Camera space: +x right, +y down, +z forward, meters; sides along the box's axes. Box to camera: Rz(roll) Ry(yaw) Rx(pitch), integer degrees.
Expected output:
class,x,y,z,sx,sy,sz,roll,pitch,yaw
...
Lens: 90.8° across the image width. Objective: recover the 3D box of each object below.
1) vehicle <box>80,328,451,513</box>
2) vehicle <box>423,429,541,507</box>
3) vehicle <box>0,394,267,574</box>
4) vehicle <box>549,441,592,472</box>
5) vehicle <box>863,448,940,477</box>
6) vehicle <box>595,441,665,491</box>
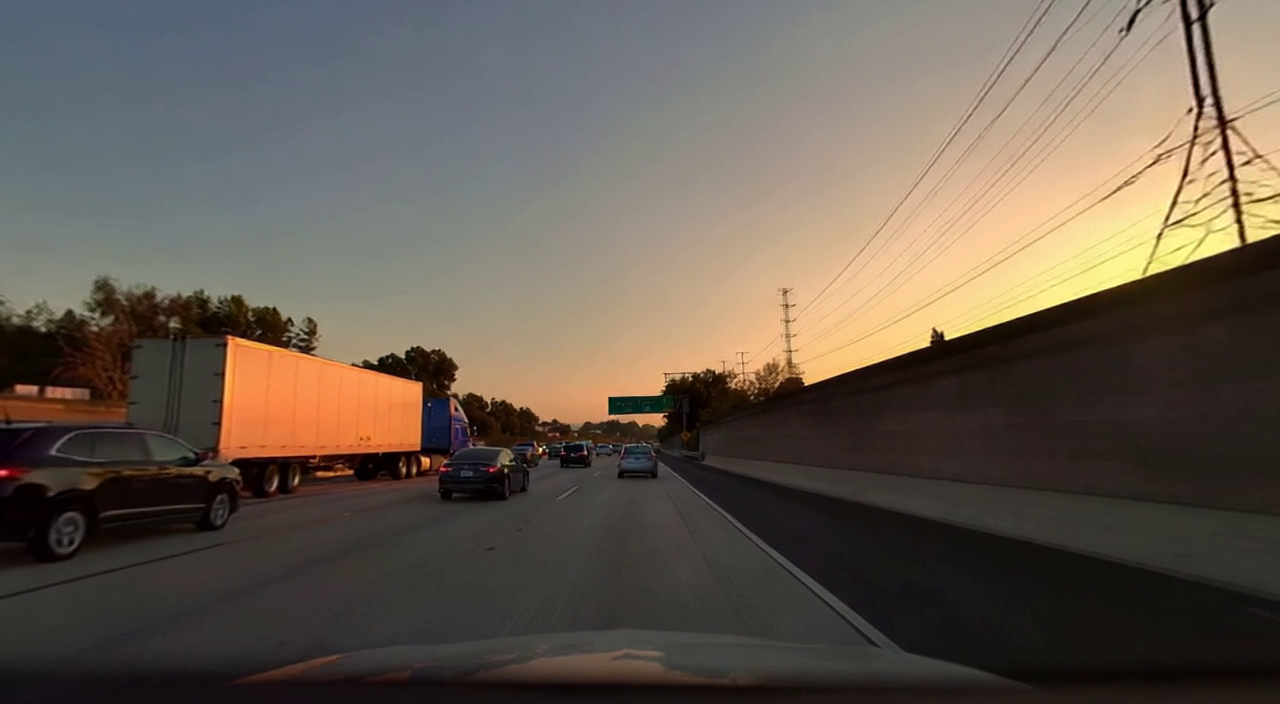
class,x,y,z,sx,sy,sz,roll,pitch,yaw
vehicle,-10.647,2.710,22.139,2.892,4.073,16.528,0,-9,0
vehicle,-3.864,2.912,16.302,1.923,1.716,4.289,0,-9,0
vehicle,-7.593,1.658,8.459,2.054,1.825,5.072,0,-9,0
vehicle,-4.062,6.194,37.667,1.976,1.705,4.176,0,-9,1
vehicle,14.093,5.965,34.395,2.027,1.478,4.849,0,-9,-1
vehicle,-0.321,3.726,20.900,2.089,1.477,3.818,0,-9,-1
